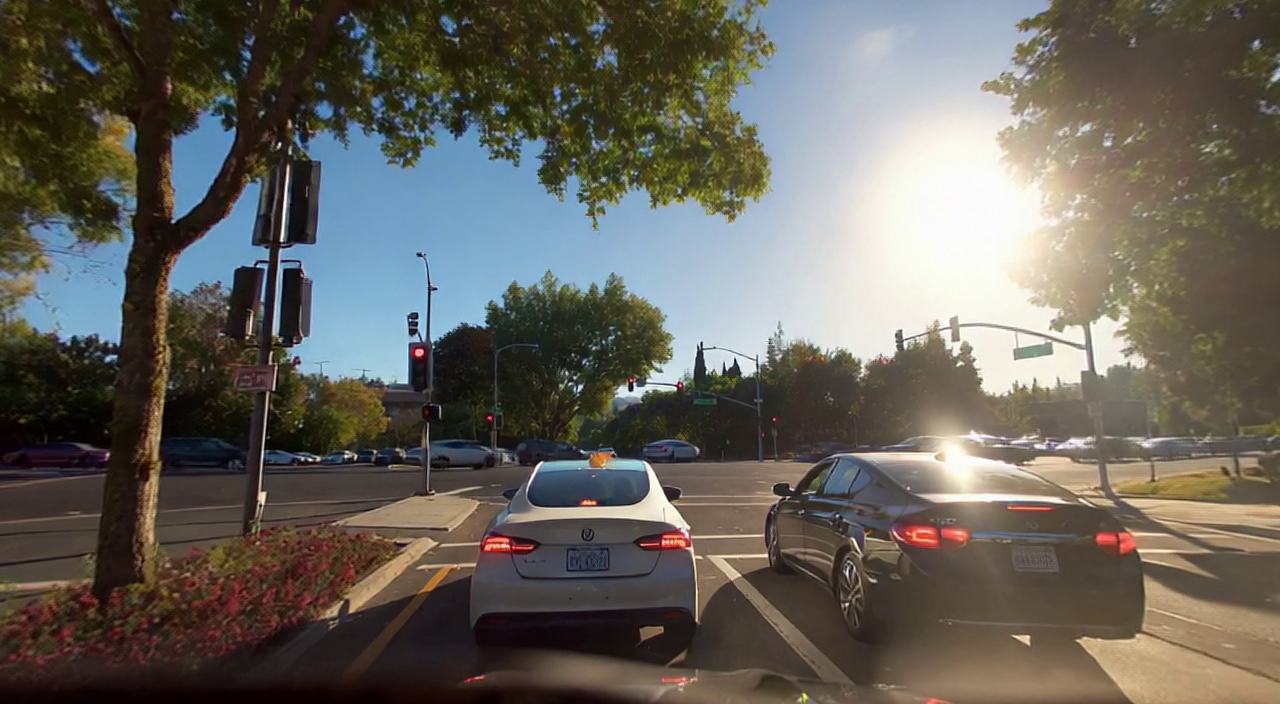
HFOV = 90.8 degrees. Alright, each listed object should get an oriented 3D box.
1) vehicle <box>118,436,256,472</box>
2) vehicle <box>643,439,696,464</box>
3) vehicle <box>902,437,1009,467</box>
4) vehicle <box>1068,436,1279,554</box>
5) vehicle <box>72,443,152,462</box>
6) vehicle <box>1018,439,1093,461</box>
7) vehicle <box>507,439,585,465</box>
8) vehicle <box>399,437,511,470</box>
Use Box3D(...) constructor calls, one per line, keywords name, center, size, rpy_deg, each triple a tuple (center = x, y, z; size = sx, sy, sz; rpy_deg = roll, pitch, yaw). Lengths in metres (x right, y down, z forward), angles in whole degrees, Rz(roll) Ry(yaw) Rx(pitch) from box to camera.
Box3D(name="vehicle", center=(-20.075, 4.534, 28.236), size=(4.580, 1.472, 1.891), rpy_deg=(3, -9, -21))
Box3D(name="vehicle", center=(2.077, 6.789, 43.220), size=(1.896, 1.544, 4.331), rpy_deg=(-5, -10, 29))
Box3D(name="vehicle", center=(16.275, 5.175, 32.832), size=(1.962, 1.468, 4.516), rpy_deg=(6, -10, -34))
Box3D(name="vehicle", center=(9.283, 2.155, 9.839), size=(1.993, 1.505, 4.721), rpy_deg=(3, -9, 0))
Box3D(name="vehicle", center=(-40.540, 7.732, 48.594), size=(4.345, 1.426, 1.722), rpy_deg=(2, -9, -8))
Box3D(name="vehicle", center=(29.452, 6.948, 44.797), size=(4.533, 1.471, 1.772), rpy_deg=(2, -9, -15))
Box3D(name="vehicle", center=(-5.831, 6.273, 39.826), size=(1.922, 1.485, 4.912), rpy_deg=(-7, -11, 37))
Box3D(name="vehicle", center=(-8.976, 4.918, 30.785), size=(4.849, 1.476, 1.935), rpy_deg=(5, -10, -31))
